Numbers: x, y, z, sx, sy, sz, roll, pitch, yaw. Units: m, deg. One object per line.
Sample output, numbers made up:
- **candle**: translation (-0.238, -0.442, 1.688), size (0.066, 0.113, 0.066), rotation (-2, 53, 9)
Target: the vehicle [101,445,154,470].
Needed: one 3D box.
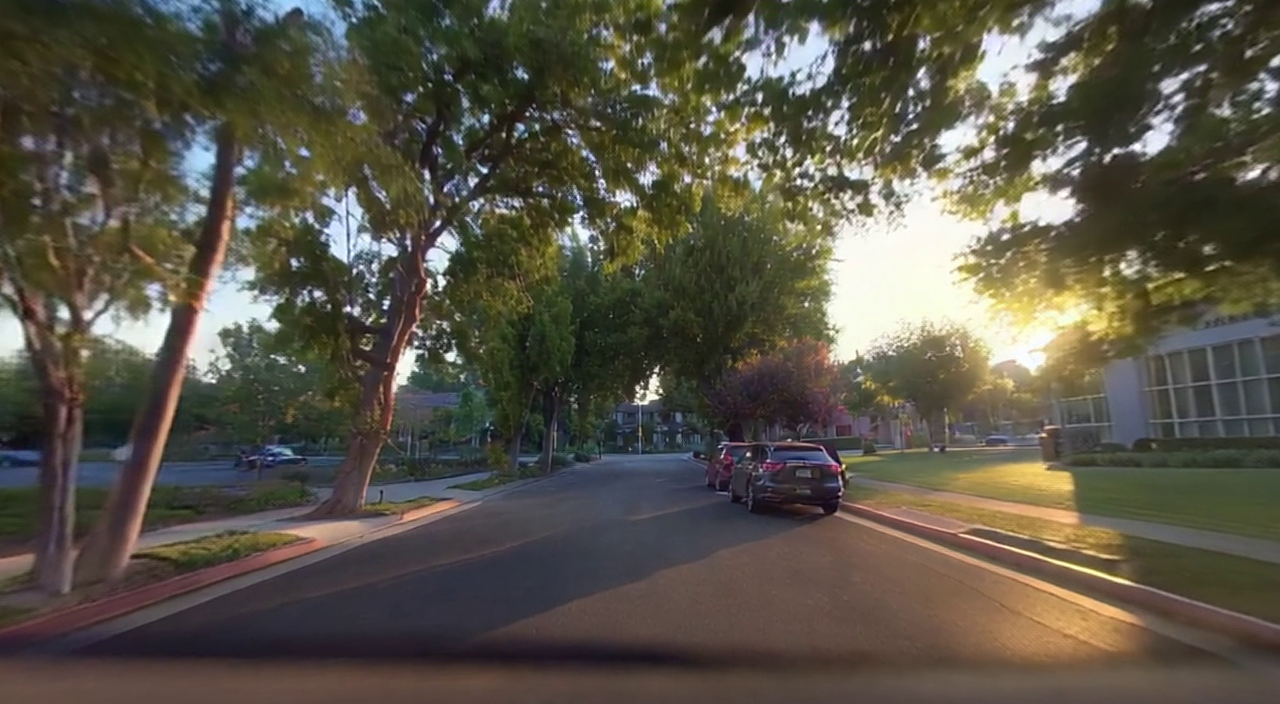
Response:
- **vehicle**: translation (-36.932, 7.571, 45.478), size (2.419, 1.687, 4.157), rotation (10, -12, -44)

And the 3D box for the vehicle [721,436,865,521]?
- **vehicle**: translation (3.108, 2.685, 13.985), size (2.064, 1.532, 4.596), rotation (0, -9, 0)
